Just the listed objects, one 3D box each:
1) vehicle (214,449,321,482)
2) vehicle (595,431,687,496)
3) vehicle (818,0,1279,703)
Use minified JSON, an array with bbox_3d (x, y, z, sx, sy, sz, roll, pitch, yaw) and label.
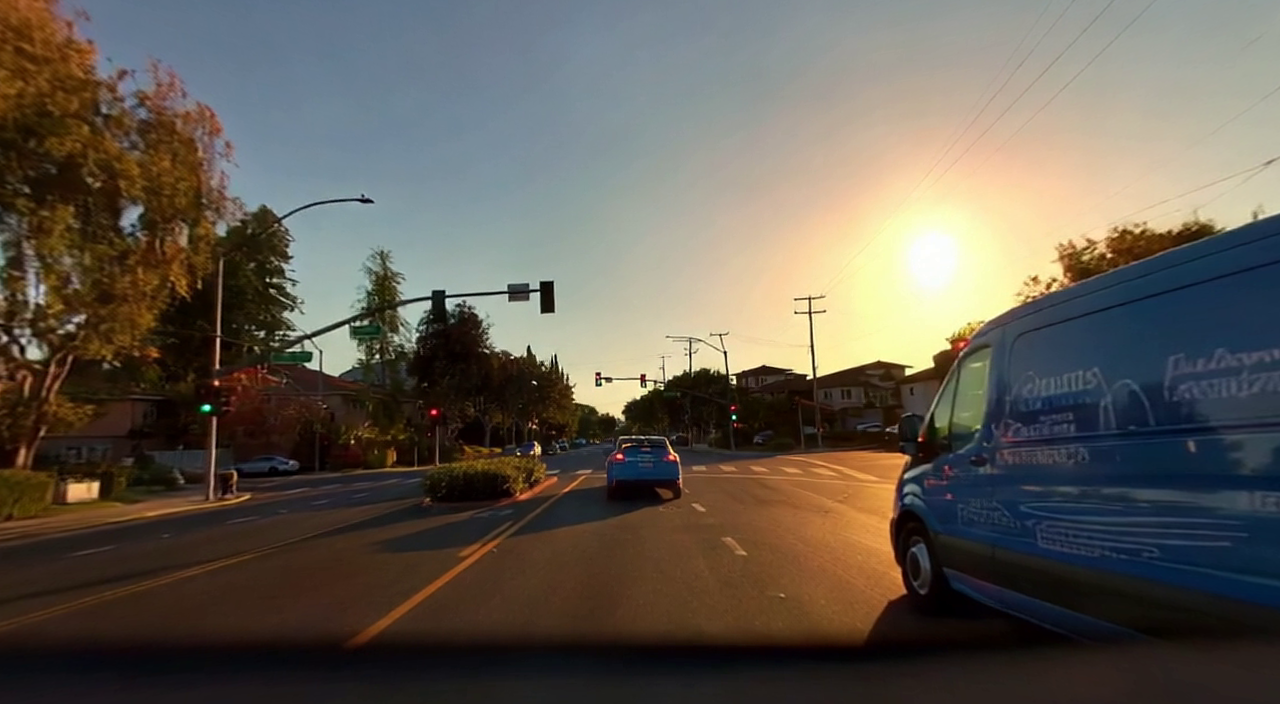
[{"bbox_3d":[-20.018,6.106,34.086,4.588,1.703,1.879,-1,-9,1],"label":"vehicle"},{"bbox_3d":[0.008,2.846,16.436,2.104,1.462,3.991,0,-9,0],"label":"vehicle"},{"bbox_3d":[2.949,0.143,1.882,2.770,3.054,7.271,0,-9,1],"label":"vehicle"}]
